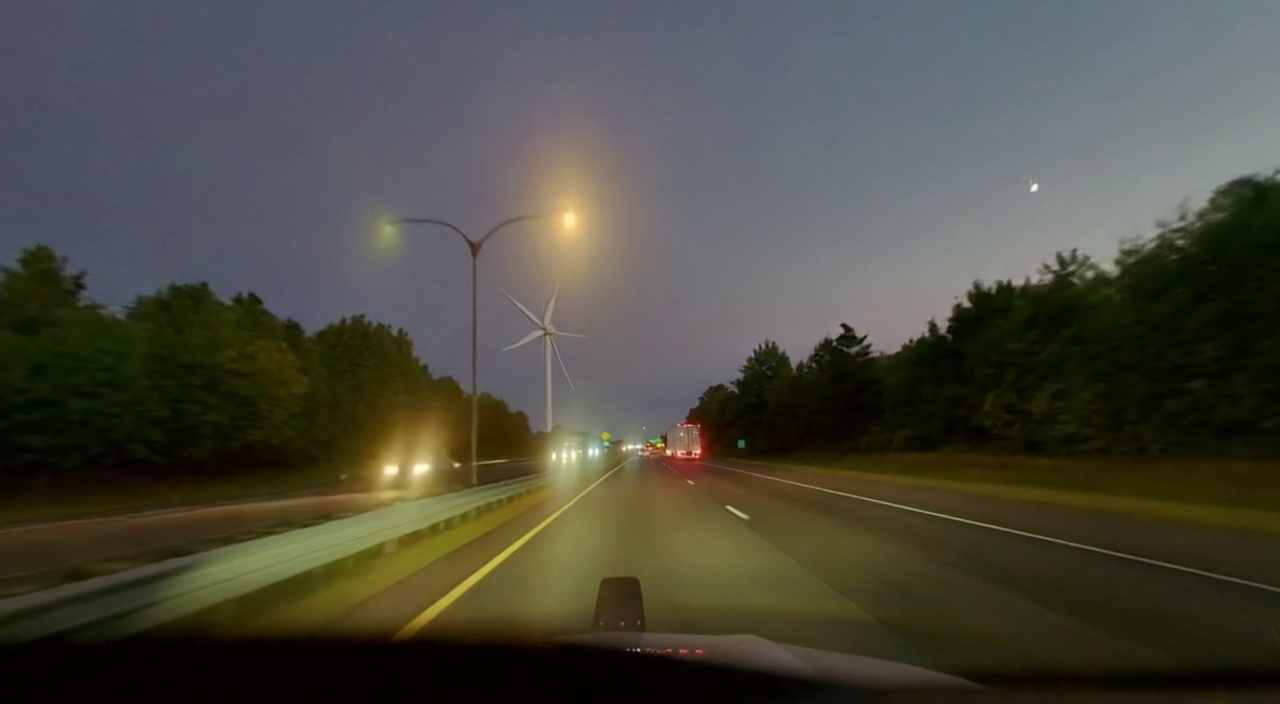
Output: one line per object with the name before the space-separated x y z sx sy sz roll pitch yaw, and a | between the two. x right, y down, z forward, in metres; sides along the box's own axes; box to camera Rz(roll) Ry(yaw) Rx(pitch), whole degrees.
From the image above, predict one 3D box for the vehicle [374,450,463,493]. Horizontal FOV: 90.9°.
vehicle | -8.990 4.867 26.033 2.015 1.591 4.542 0 -9 0
